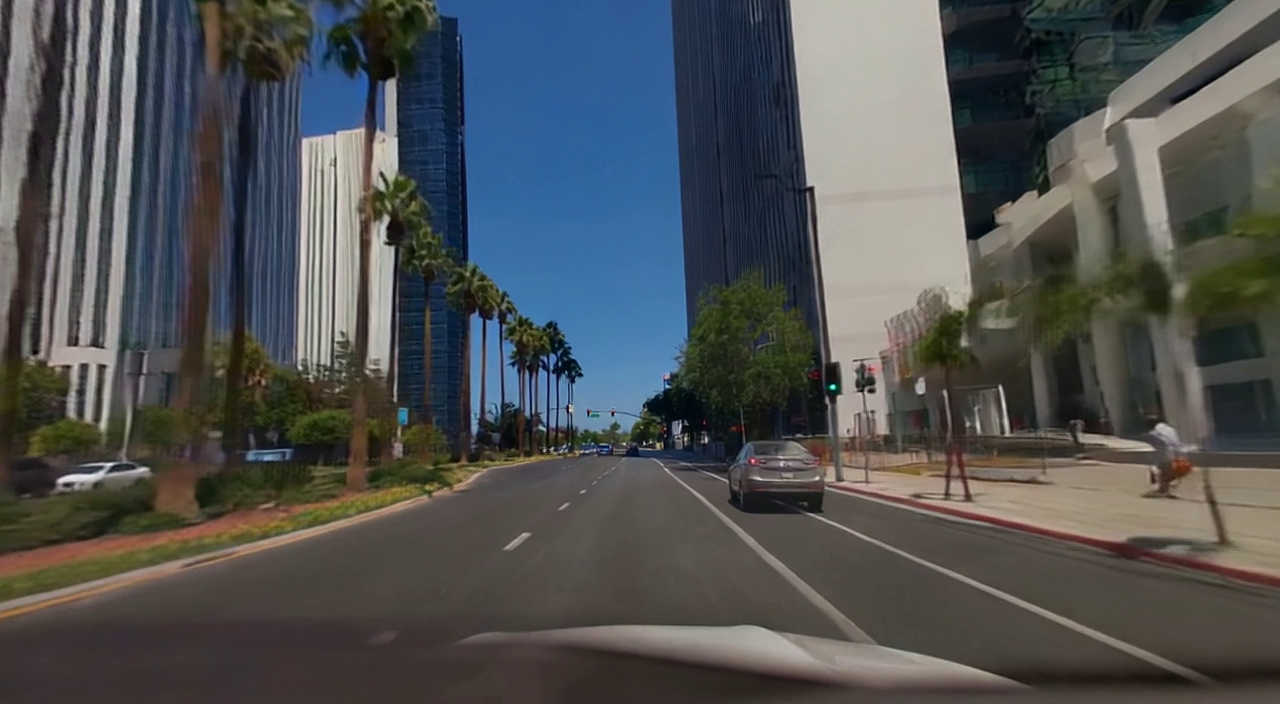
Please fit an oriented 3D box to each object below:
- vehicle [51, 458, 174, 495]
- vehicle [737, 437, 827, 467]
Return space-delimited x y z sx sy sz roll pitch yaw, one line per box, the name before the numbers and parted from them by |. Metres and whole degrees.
vehicle | -23.940 5.645 28.936 1.751 1.424 4.506 0 -9 0
vehicle | 8.555 6.064 38.377 4.871 1.708 2.144 0 -9 -1
